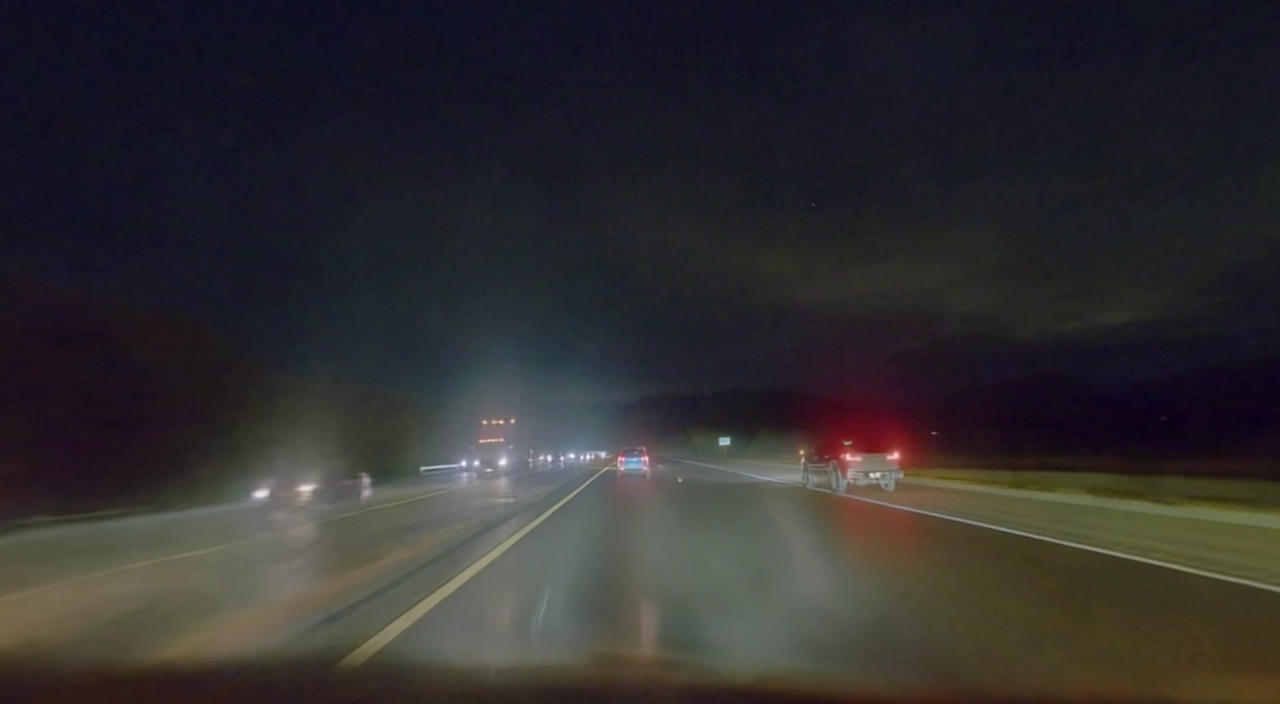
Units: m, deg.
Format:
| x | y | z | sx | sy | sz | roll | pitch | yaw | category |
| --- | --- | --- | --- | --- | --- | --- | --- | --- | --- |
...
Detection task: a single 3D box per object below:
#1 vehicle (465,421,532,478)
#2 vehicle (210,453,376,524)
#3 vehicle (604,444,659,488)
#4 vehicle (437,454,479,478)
| x | y | z | sx | sy | sz | roll | pitch | yaw | category |
| --- | --- | --- | --- | --- | --- | --- | --- | --- | --- |
| -9.067 | 6.376 | 41.025 | 2.739 | 3.387 | 7.184 | 0 | -9 | -1 | vehicle |
| -8.662 | 3.401 | 16.140 | 1.893 | 1.519 | 4.127 | 0 | -9 | 0 | vehicle |
| -0.336 | 4.352 | 24.306 | 1.971 | 1.518 | 4.108 | 0 | -9 | -1 | vehicle |
| -13.804 | 8.613 | 47.735 | 1.905 | 1.666 | 4.272 | 0 | -9 | 0 | vehicle |
